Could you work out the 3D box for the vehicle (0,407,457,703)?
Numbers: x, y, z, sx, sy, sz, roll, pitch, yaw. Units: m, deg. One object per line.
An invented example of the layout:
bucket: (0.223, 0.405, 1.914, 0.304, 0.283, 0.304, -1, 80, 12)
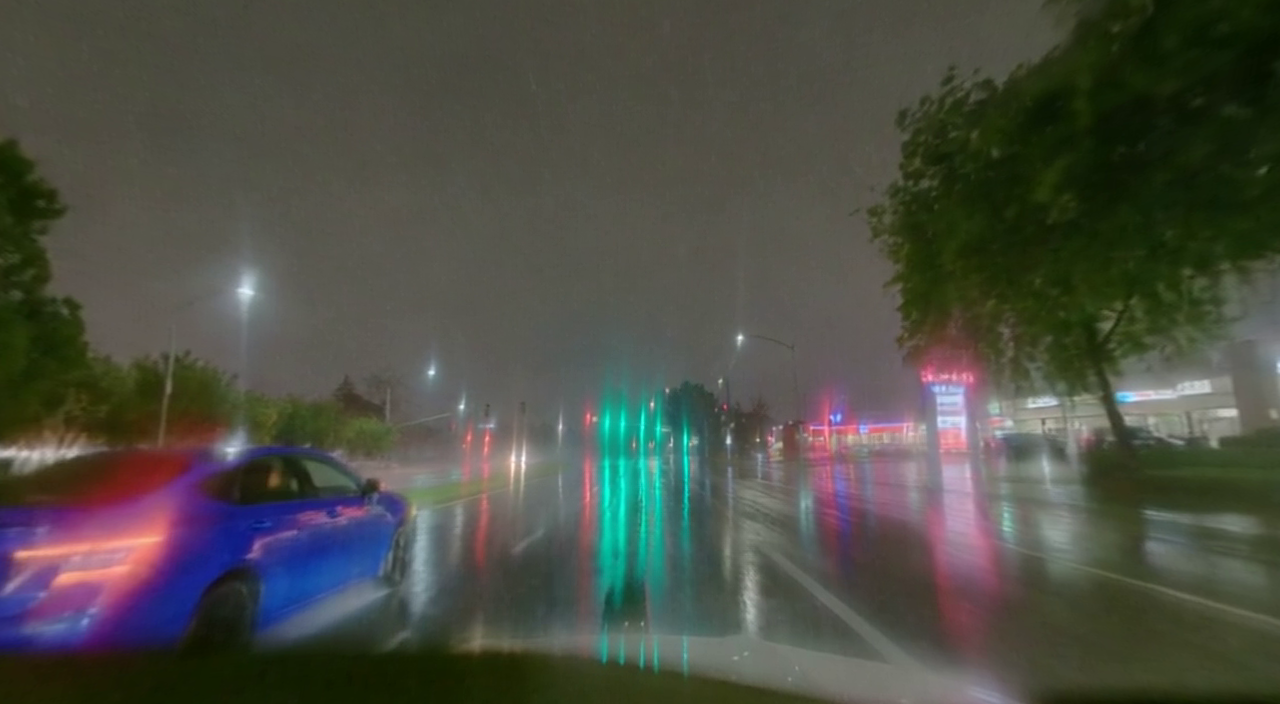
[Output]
vehicle: (-2.967, 1.229, 4.119, 2.082, 1.460, 4.636, 0, -8, 1)
